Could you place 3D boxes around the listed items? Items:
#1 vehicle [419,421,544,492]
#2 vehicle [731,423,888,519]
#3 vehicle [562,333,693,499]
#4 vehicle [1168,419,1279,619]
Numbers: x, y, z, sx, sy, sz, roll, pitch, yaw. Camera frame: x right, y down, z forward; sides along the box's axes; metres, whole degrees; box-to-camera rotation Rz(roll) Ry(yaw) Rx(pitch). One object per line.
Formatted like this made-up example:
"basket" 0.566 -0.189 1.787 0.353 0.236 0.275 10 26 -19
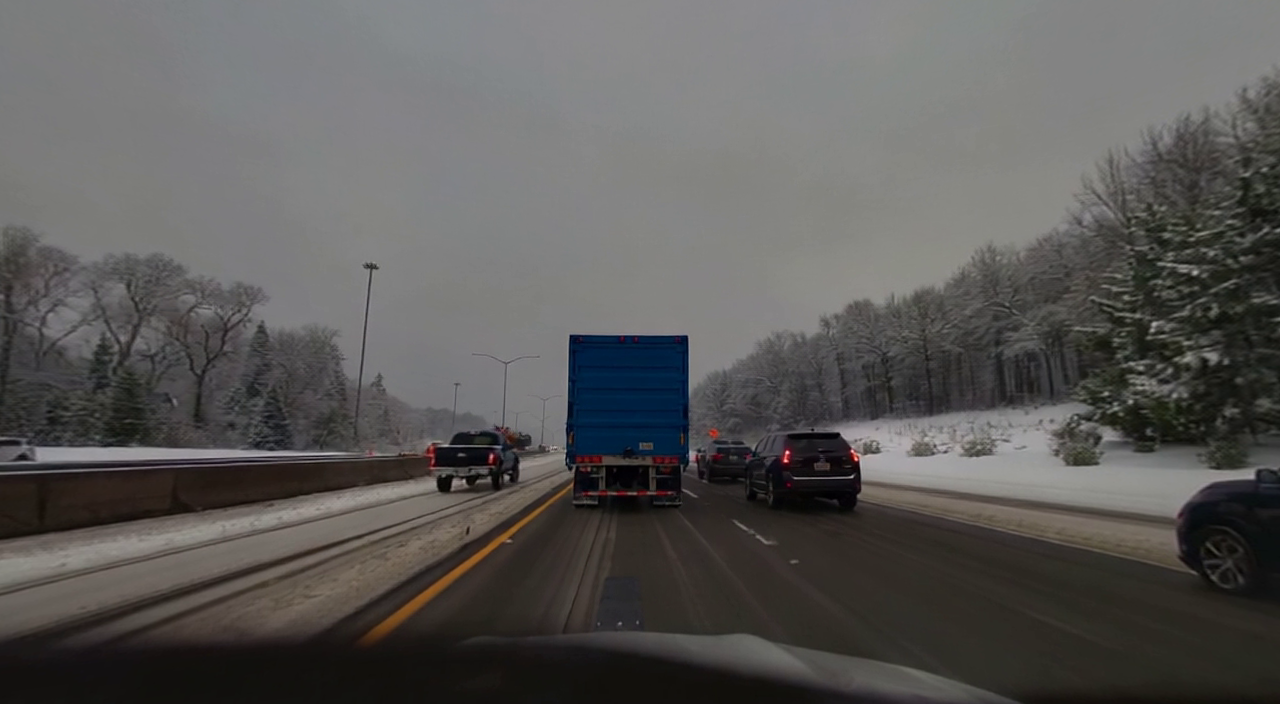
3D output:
"vehicle" -4.878 3.370 20.609 2.421 1.965 5.980 0 -9 1
"vehicle" 3.373 2.471 13.538 2.103 1.713 4.173 1 -9 -2
"vehicle" -0.450 2.272 20.100 3.067 3.940 10.154 1 -9 -2
"vehicle" 6.535 1.184 3.873 2.070 1.632 4.774 1 -9 -8
